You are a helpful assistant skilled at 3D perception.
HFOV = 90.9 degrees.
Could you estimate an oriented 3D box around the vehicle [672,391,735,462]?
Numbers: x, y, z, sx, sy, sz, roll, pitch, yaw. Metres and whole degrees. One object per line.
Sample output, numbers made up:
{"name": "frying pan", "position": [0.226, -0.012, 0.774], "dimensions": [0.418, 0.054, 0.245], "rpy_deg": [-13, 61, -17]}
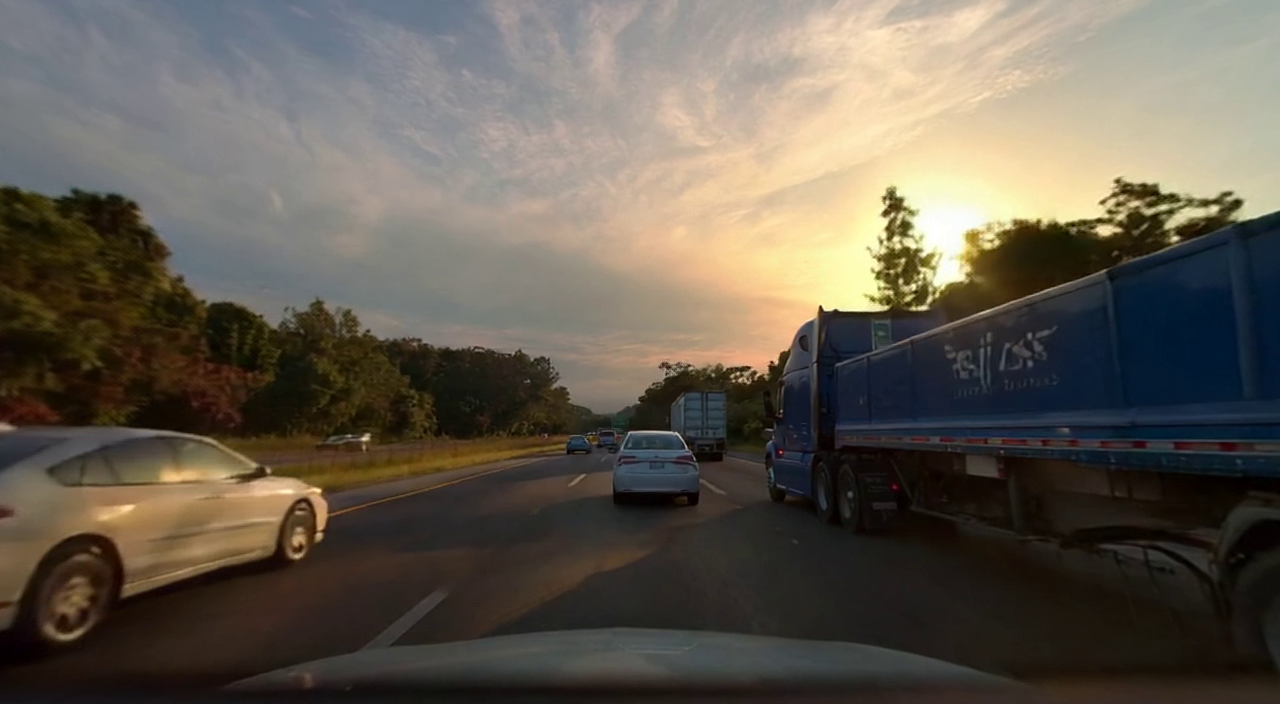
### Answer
{"name": "vehicle", "position": [4.006, 5.170, 43.151], "dimensions": [2.869, 4.067, 13.731], "rpy_deg": [0, -8, 0]}

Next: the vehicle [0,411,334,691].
{"name": "vehicle", "position": [-4.368, 1.210, 4.589], "dimensions": [2.048, 1.452, 4.430], "rpy_deg": [0, -8, 0]}

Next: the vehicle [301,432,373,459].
{"name": "vehicle", "position": [-17.876, 5.524, 37.416], "dimensions": [1.967, 1.497, 4.486], "rpy_deg": [0, -8, 2]}

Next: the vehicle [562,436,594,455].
{"name": "vehicle", "position": [-4.801, 7.283, 49.296], "dimensions": [1.983, 1.434, 4.451], "rpy_deg": [0, -8, 1]}

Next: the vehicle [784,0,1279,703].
{"name": "vehicle", "position": [4.173, -0.014, 4.748], "dimensions": [2.816, 4.070, 14.136], "rpy_deg": [0, -8, 0]}

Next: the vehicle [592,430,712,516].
{"name": "vehicle", "position": [0.191, 2.277, 12.455], "dimensions": [2.021, 1.435, 3.611], "rpy_deg": [0, -8, 0]}
